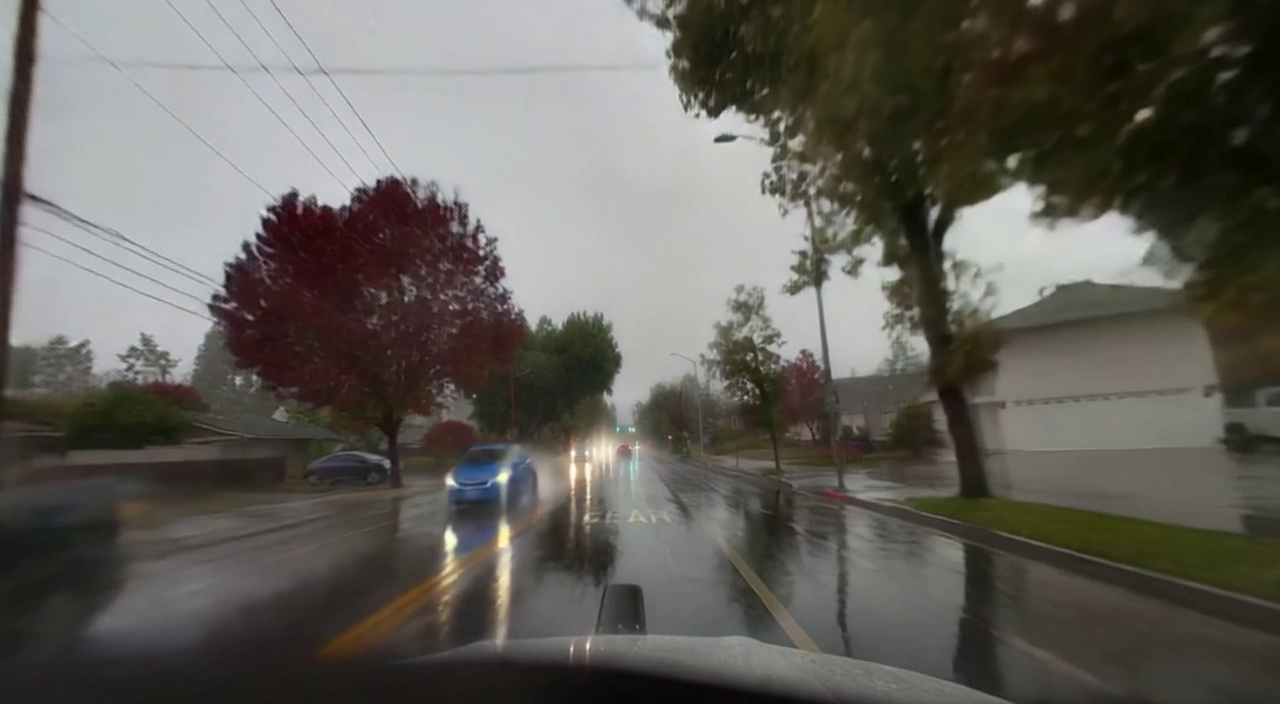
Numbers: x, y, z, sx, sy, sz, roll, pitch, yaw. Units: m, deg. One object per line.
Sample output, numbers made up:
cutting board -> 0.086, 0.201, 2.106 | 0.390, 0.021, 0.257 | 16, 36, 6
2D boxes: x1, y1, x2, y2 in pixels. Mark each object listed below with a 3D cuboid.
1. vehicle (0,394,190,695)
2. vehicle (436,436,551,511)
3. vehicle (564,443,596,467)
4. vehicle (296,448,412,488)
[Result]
vehicle -> -4.989, 1.042, 2.810 | 2.059, 1.840, 5.317 | 0, -8, 0
vehicle -> -3.675, 3.108, 16.761 | 2.090, 1.689, 4.232 | 0, -8, -1
vehicle -> -4.601, 7.981, 49.078 | 2.055, 1.757, 4.494 | 0, -8, -1
vehicle -> -13.936, 5.673, 31.077 | 4.607, 1.772, 2.261 | 0, -8, -1
